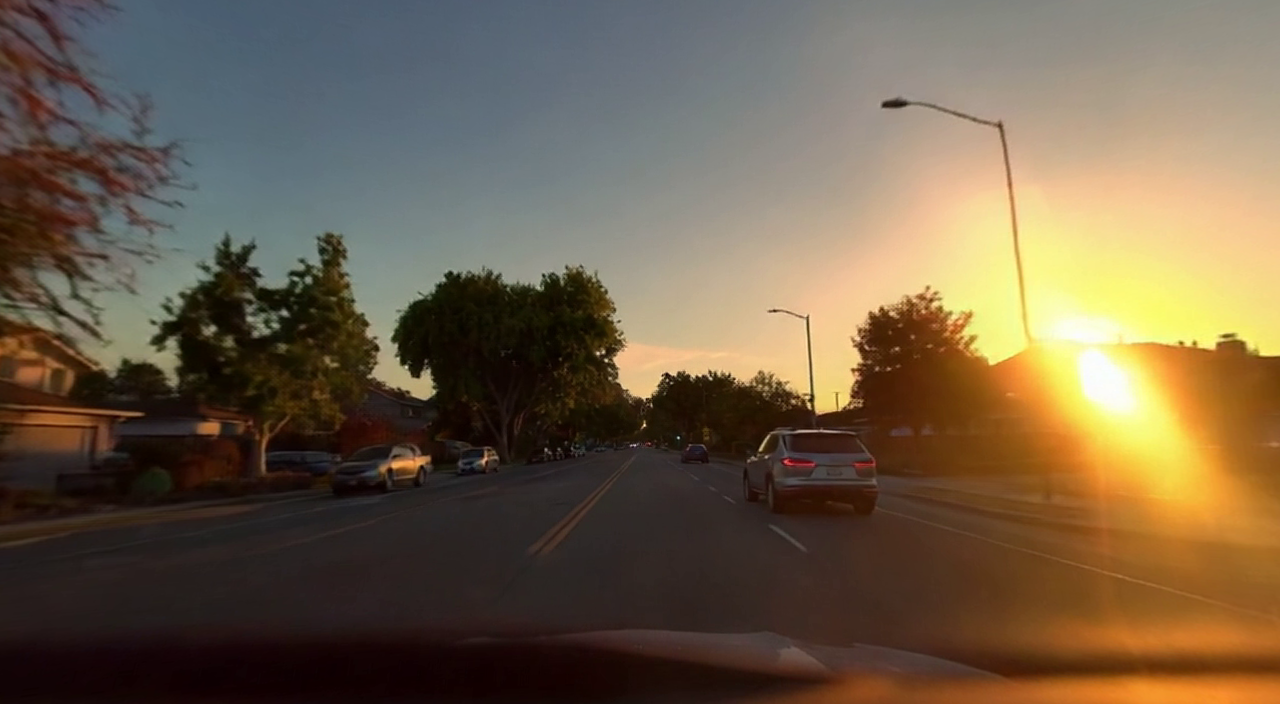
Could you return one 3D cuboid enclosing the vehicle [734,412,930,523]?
[{"bbox_3d":[3.732,2.421,13.806,2.497,1.889,5.833,-1,-8,1],"label":"vehicle"}]

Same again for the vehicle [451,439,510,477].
[{"bbox_3d":[-10.152,6.774,40.582,2.254,2.127,5.697,-3,-9,0],"label":"vehicle"}]

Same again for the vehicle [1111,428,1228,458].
[{"bbox_3d":[28.501,4.933,34.032,4.578,1.511,1.857,0,-8,0],"label":"vehicle"}]

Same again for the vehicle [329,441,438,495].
[{"bbox_3d":[-10.403,4.725,26.153,2.261,1.851,5.724,-3,-8,-1],"label":"vehicle"}]

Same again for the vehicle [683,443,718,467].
[{"bbox_3d":[3.971,6.793,41.756,1.956,1.492,4.425,-1,-8,1],"label":"vehicle"}]
